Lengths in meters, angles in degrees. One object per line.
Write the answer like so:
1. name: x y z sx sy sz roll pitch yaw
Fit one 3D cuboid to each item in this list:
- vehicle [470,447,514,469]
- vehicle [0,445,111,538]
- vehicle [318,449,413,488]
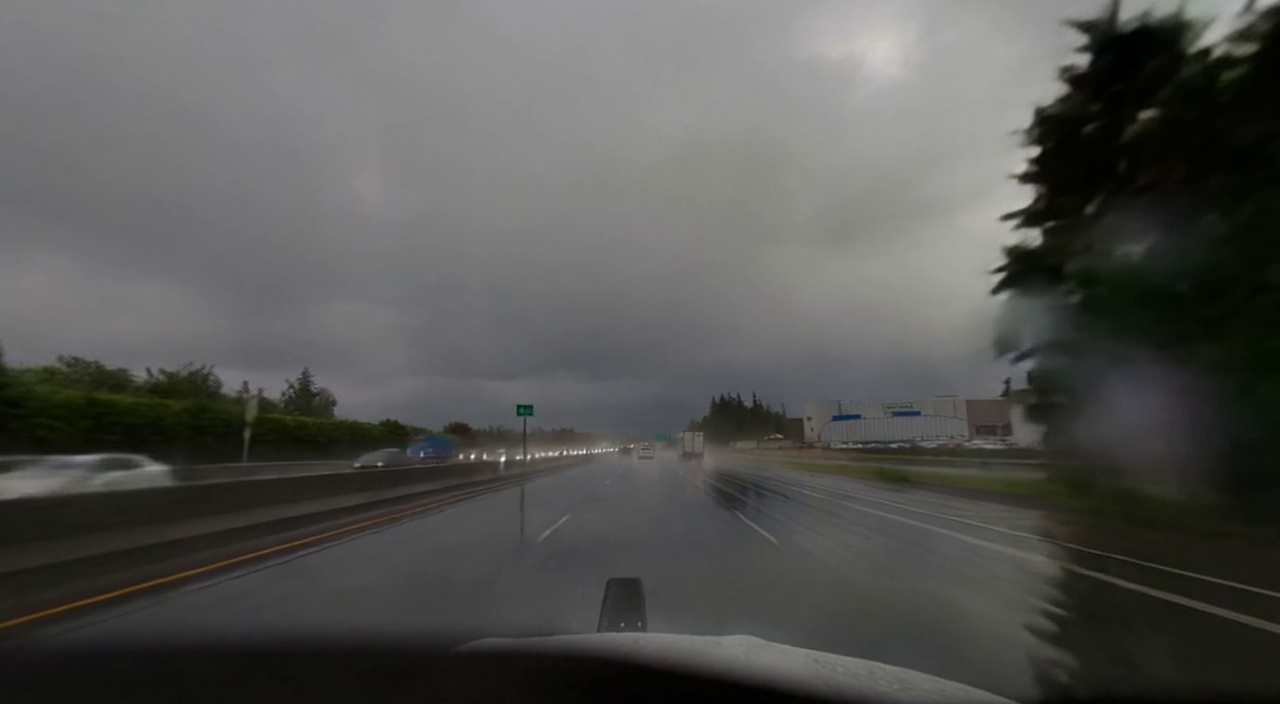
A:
1. vehicle: -10.698 7.717 45.871 2.064 1.477 4.488 -1 -9 2
2. vehicle: -11.067 2.162 9.629 1.953 1.442 4.571 -1 -9 1
3. vehicle: -11.251 4.781 26.207 1.847 1.440 4.488 -1 -9 1
